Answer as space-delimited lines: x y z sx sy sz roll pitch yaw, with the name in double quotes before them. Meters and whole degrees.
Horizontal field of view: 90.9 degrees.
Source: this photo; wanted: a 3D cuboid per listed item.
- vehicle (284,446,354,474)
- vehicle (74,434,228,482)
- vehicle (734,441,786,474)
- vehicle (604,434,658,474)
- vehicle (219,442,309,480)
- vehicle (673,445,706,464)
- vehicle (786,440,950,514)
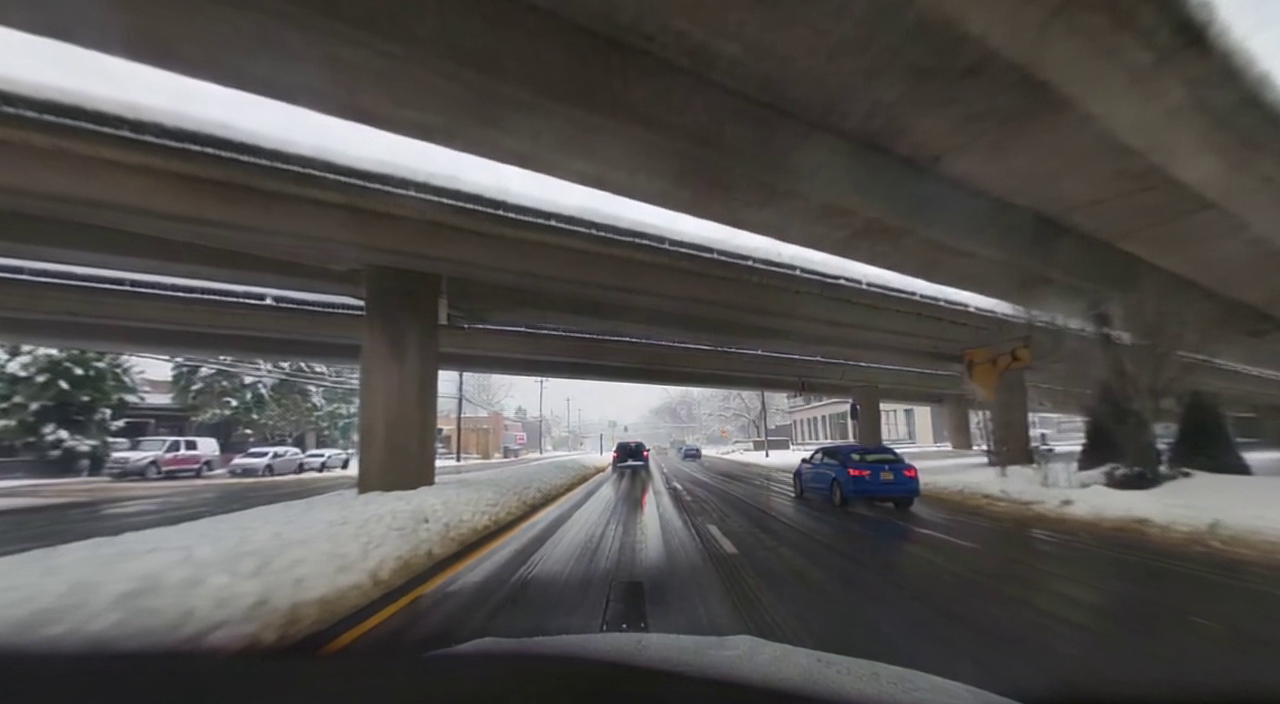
"vehicle" -19.382 6.520 38.296 1.913 1.612 4.505 0 -8 0
"vehicle" -25.341 5.518 33.280 2.510 2.180 7.492 0 -9 -4
"vehicle" 6.528 5.782 34.732 1.974 1.663 4.299 0 -8 -1
"vehicle" -0.401 4.994 31.070 2.441 1.813 4.581 0 -8 0
"vehicle" -19.712 5.701 33.294 1.989 1.820 4.427 0 -8 -1
"vehicle" 3.705 7.815 48.269 2.126 1.375 4.241 0 -8 -1
"vehicle" 5.183 2.886 15.160 1.954 1.479 4.557 1 -8 -4
